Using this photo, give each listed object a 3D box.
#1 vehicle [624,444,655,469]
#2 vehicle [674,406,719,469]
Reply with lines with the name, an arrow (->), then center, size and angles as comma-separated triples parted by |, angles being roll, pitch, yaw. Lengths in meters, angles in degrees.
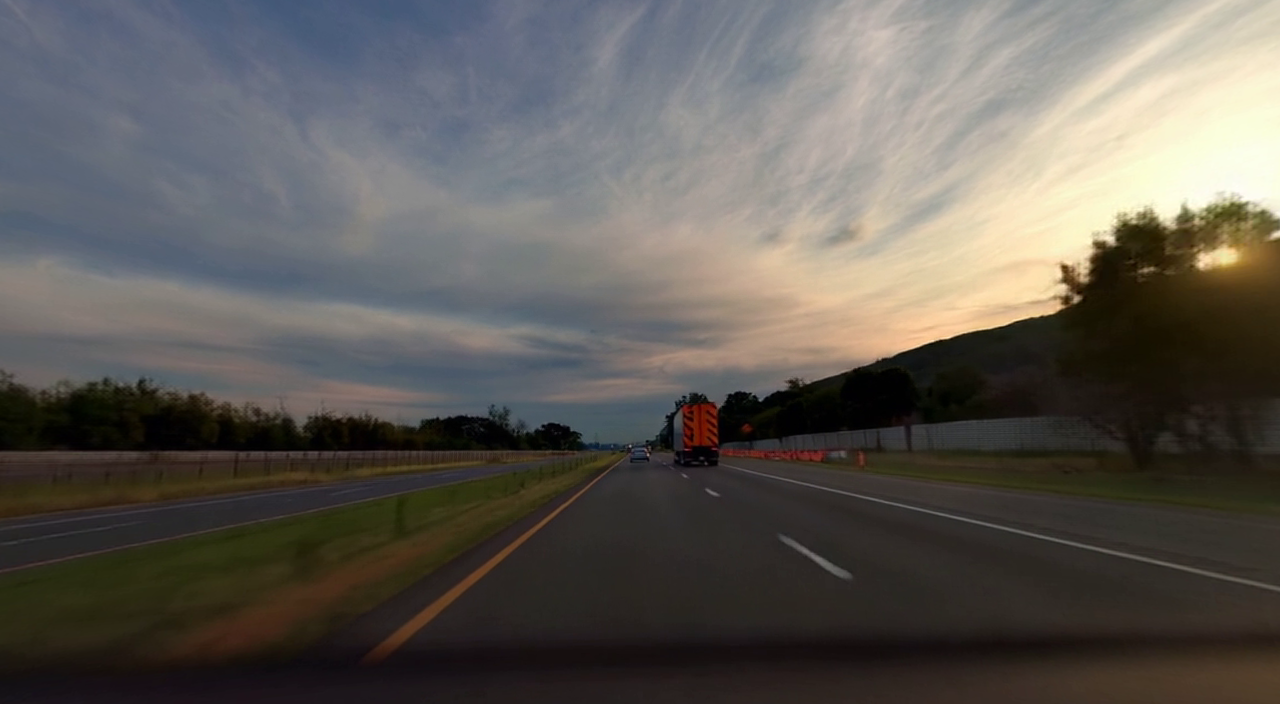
vehicle -> -0.049, 7.156, 43.318 | 2.065, 1.573, 3.734 | 0, -9, 0
vehicle -> 4.051, 6.306, 46.353 | 2.704, 4.310, 5.716 | 0, -9, 0
